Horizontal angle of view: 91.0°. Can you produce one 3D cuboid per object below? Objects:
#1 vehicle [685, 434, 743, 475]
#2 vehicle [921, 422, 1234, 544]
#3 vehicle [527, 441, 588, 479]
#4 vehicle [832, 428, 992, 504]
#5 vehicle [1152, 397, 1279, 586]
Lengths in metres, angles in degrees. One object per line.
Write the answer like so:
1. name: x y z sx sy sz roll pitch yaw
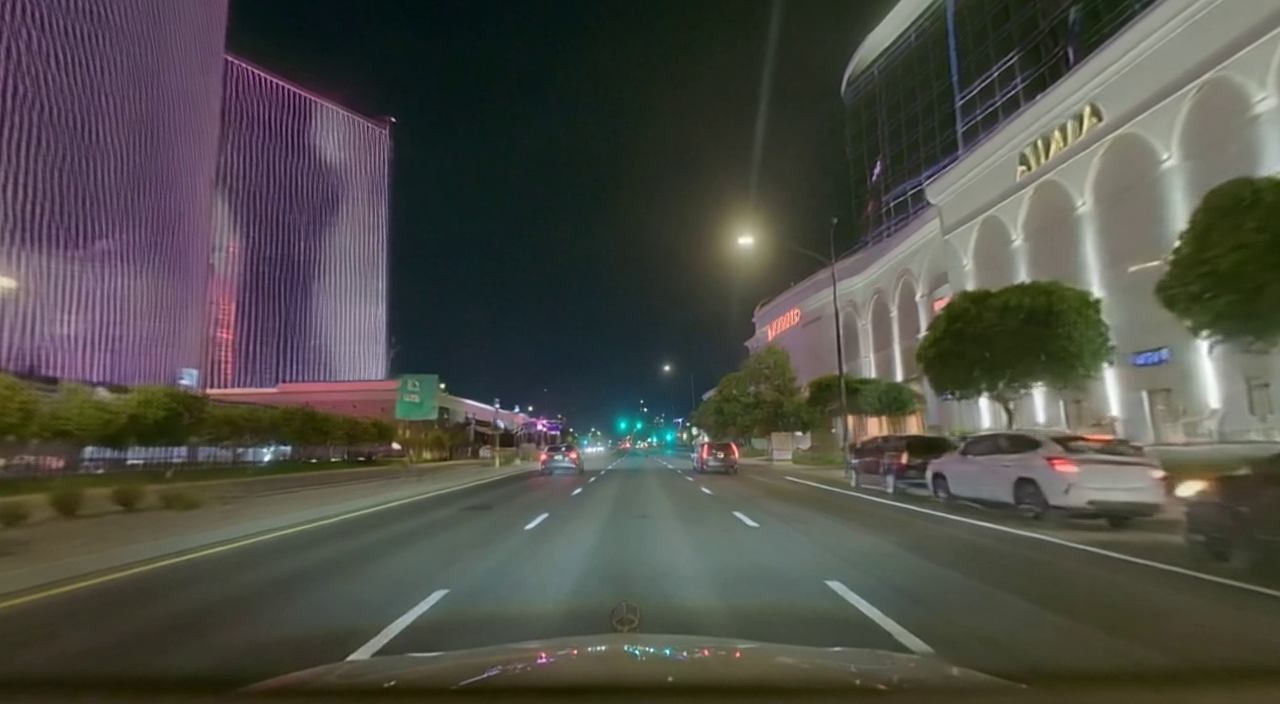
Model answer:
1. vehicle: 3.384 4.770 29.527 2.083 1.743 4.354 0 -8 -1
2. vehicle: 6.800 2.060 10.565 2.078 1.597 4.289 0 -8 -1
3. vehicle: -3.387 4.499 26.556 2.005 1.477 4.169 0 -8 0
4. vehicle: 6.828 2.902 16.550 1.950 1.678 4.985 0 -8 0
5. vehicle: 7.008 1.197 5.138 2.039 1.749 4.193 0 -8 -1
